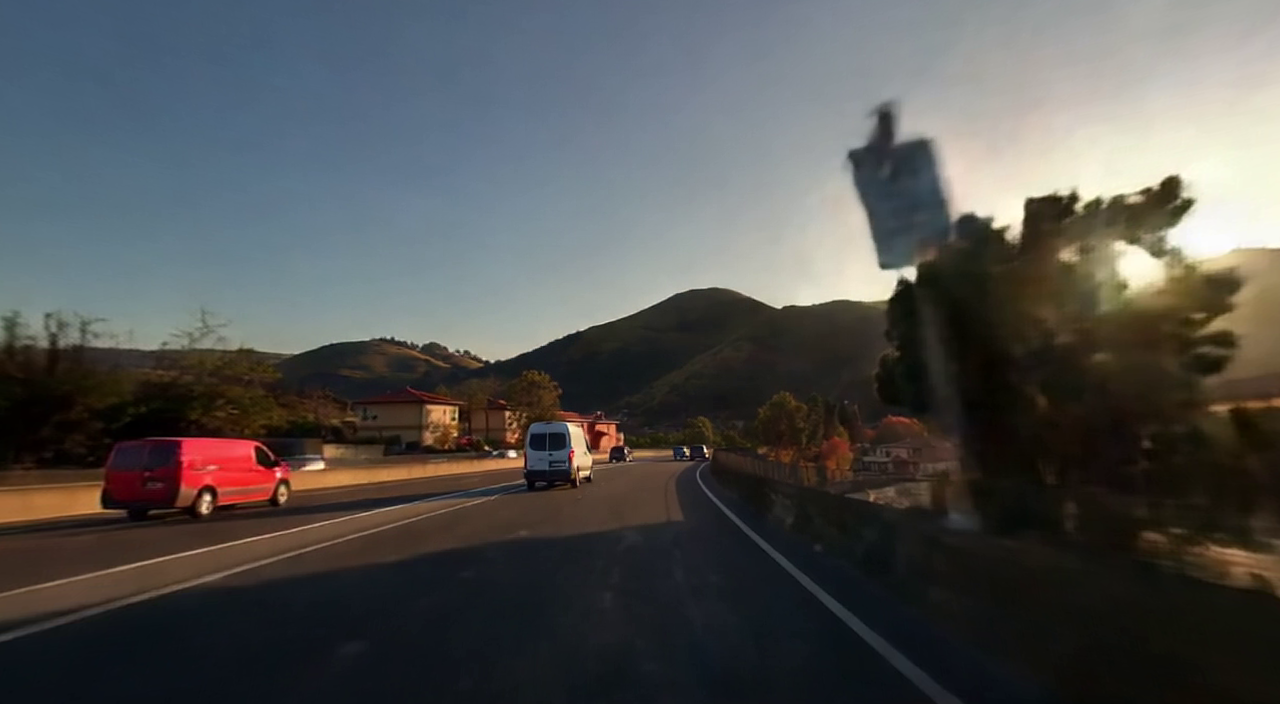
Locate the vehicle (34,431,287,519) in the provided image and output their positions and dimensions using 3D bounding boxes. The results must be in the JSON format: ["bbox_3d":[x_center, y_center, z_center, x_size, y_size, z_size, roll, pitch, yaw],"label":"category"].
[{"bbox_3d":[-9.661,2.486,13.315,1.821,1.524,4.342,0,-8,2],"label":"vehicle"}]

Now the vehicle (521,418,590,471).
[{"bbox_3d":[-4.582,5.227,35.579,2.314,2.703,6.441,-1,-9,6],"label":"vehicle"}]
